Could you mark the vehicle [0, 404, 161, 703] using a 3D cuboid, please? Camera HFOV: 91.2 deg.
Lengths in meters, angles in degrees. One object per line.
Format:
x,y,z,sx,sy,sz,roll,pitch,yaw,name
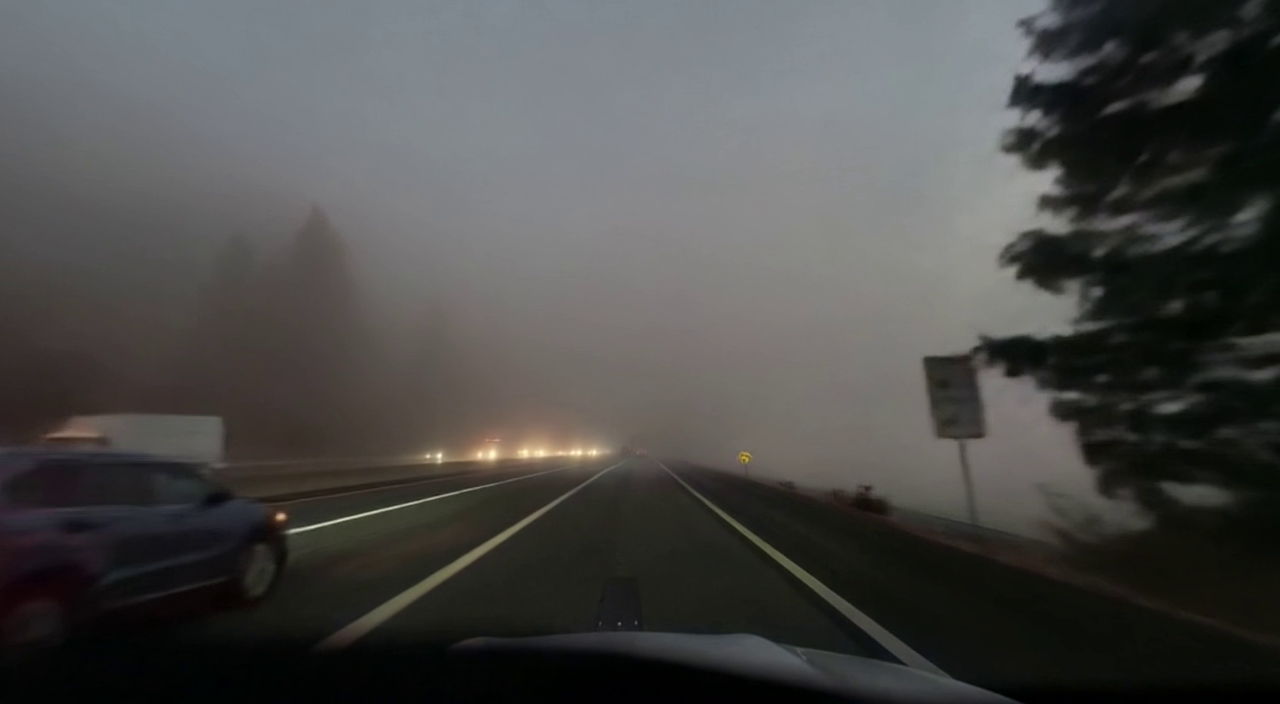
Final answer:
-4.011,0.845,1.906,1.933,1.497,3.973,0,-9,0,vehicle
